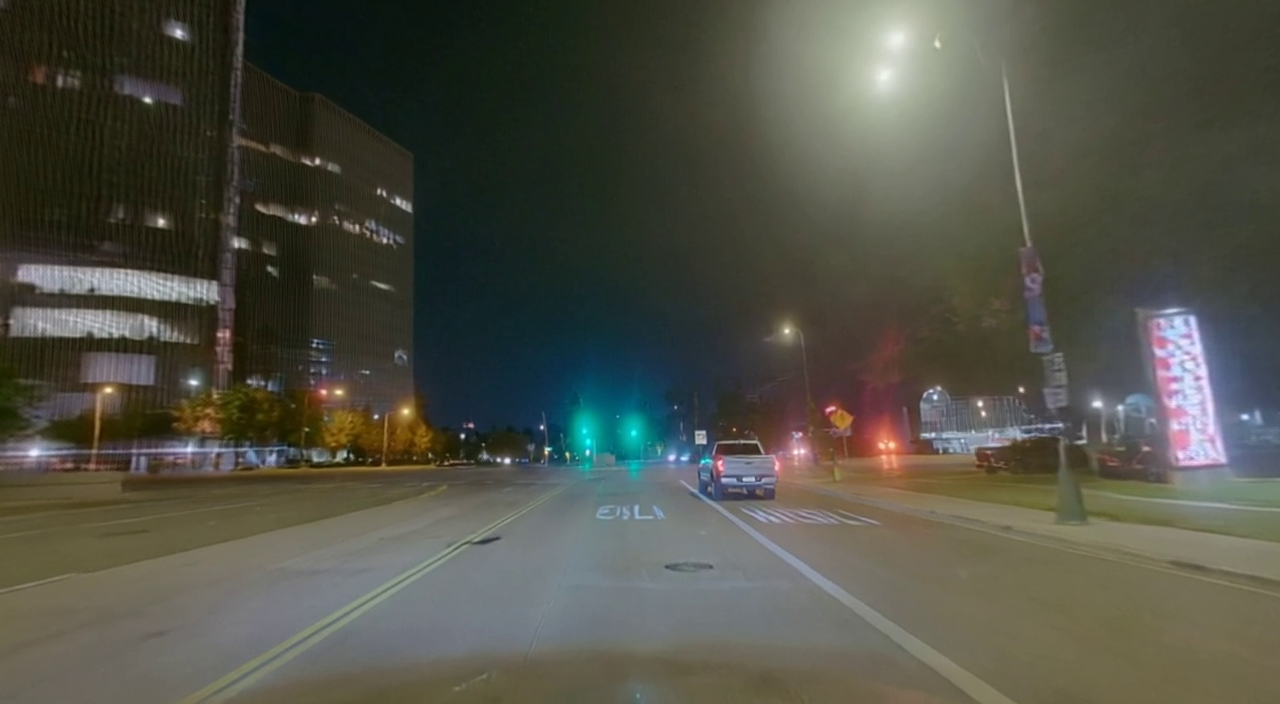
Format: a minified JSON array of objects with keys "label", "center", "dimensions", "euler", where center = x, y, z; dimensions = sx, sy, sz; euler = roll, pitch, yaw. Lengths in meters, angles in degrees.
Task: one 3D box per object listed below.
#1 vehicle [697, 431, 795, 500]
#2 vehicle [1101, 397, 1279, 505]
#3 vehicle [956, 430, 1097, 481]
[{"label":"vehicle","center":[3.234,3.612,20.687],"dimensions":[2.402,1.922,5.677],"euler":[0,-8,2]},{"label":"vehicle","center":[15.705,2.541,14.842],"dimensions":[7.551,2.142,2.896],"euler":[4,-10,-1]},{"label":"vehicle","center":[17.217,4.633,28.384],"dimensions":[4.765,1.678,2.228],"euler":[-5,-3,6]}]
